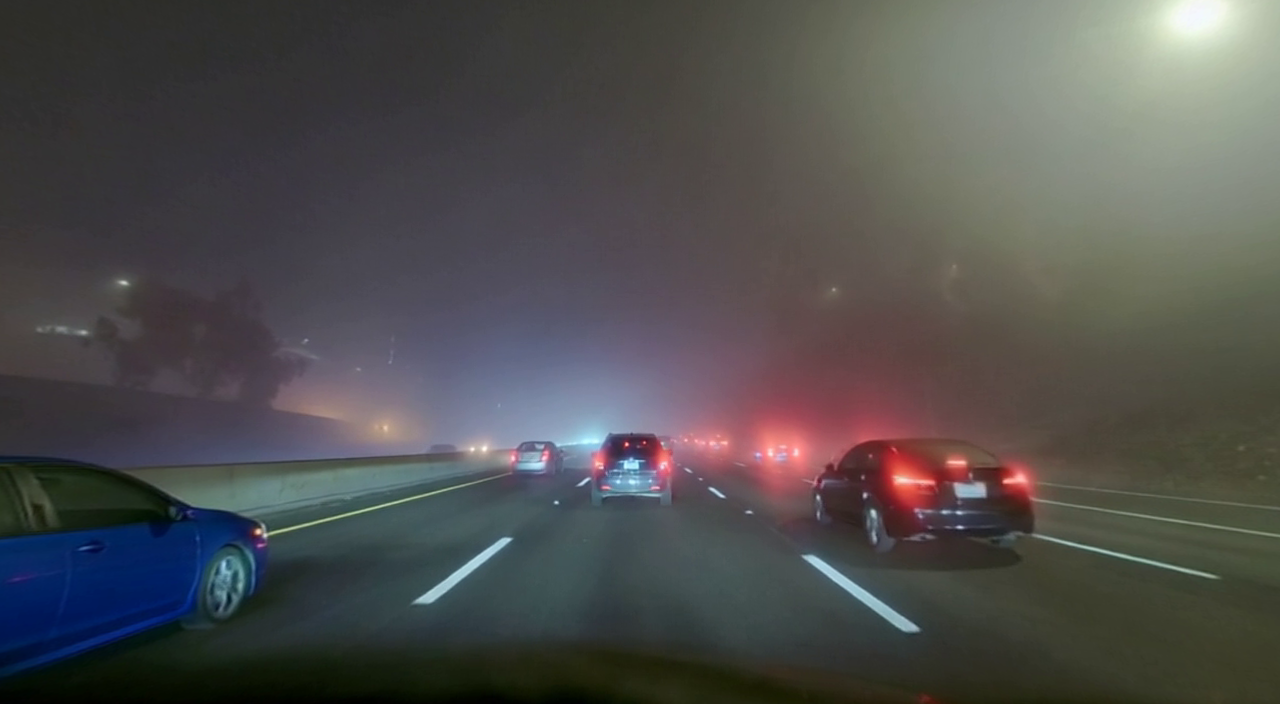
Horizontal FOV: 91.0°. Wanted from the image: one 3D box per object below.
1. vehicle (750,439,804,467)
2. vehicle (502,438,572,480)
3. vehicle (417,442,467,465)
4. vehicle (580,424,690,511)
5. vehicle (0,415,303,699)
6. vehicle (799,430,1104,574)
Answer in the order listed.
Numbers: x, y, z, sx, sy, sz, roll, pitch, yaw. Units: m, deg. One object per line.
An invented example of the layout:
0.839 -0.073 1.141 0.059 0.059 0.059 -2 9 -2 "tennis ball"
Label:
7.842 5.835 36.486 2.049 1.521 4.604 0 -9 -1 "vehicle"
-3.968 4.205 25.020 1.947 1.516 4.295 0 -9 1 "vehicle"
-14.584 7.514 46.651 2.021 1.561 4.722 0 -9 2 "vehicle"
-0.071 2.606 14.598 2.181 1.697 4.021 0 -9 1 "vehicle"
-4.340 1.163 3.921 1.974 1.478 4.412 0 -9 1 "vehicle"
3.882 1.941 9.017 2.031 1.492 4.577 0 -9 0 "vehicle"
